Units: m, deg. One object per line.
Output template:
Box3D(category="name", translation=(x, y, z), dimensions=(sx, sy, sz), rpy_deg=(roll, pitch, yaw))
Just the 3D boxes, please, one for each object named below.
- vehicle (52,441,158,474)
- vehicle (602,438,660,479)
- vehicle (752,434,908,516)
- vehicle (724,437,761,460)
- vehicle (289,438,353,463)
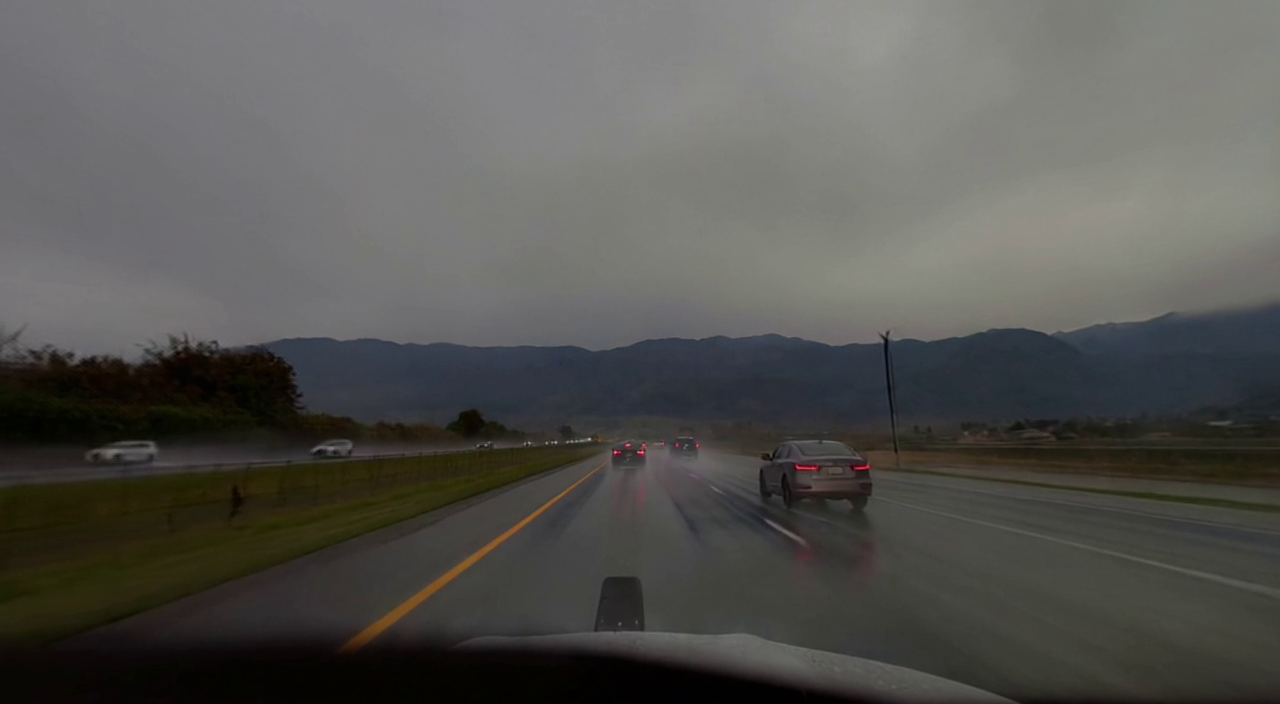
Box3D(category="vehicle", translation=(-31.968, 6.300, 37.849), dimensions=(2.027, 1.826, 4.921), rpy_deg=(0, -8, 0))
Box3D(category="vehicle", translation=(-0.307, 4.132, 24.649), dimensions=(2.085, 1.449, 3.860), rpy_deg=(0, -8, 0))
Box3D(category="vehicle", translation=(3.786, 2.524, 13.466), dimensions=(1.957, 1.447, 4.241), rpy_deg=(0, -8, -1))
Box3D(category="vehicle", translation=(7.611, 7.219, 47.106), dimensions=(1.996, 1.637, 3.990), rpy_deg=(0, -8, -2))
Box3D(category="vehicle", translation=(-25.026, 7.772, 49.653), dimensions=(2.089, 1.813, 5.758), rpy_deg=(0, -9, 0))
